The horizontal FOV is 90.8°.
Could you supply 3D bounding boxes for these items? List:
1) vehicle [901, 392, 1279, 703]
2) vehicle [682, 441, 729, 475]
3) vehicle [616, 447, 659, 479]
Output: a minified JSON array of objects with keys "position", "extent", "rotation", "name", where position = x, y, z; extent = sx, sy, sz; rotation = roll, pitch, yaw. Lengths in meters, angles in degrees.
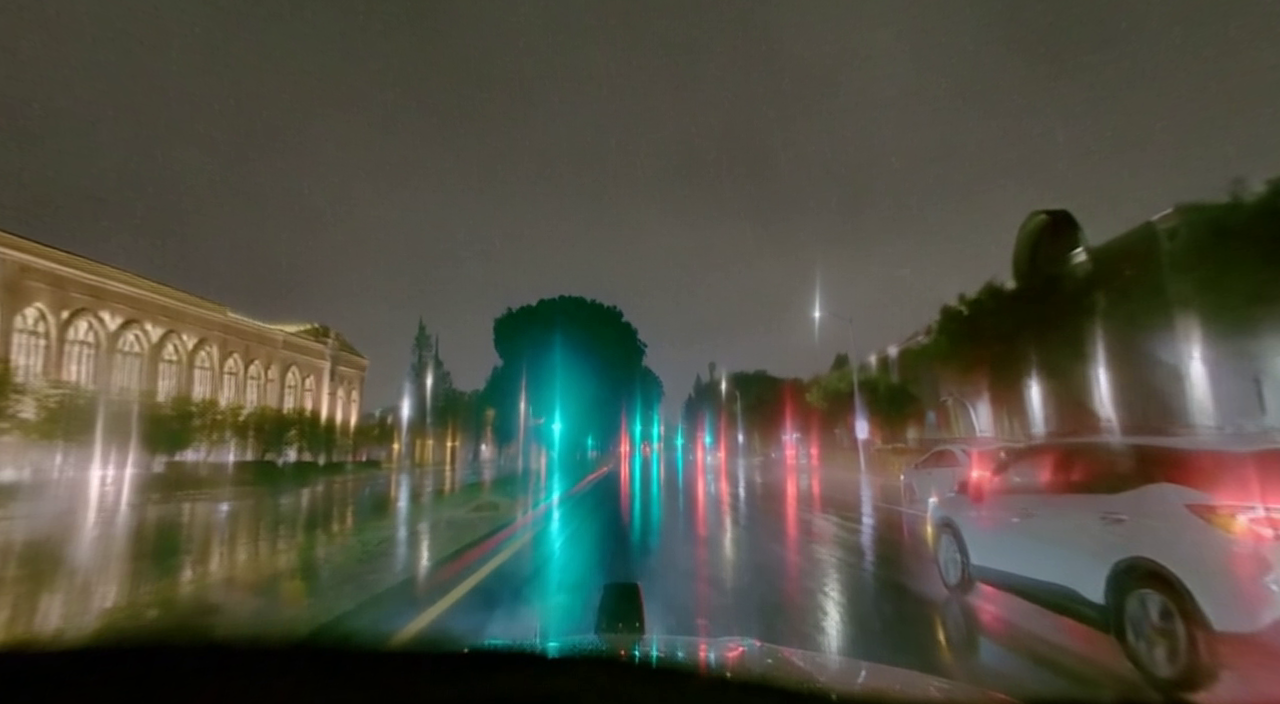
[{"position":[3.656,1.210,4.445],"extent":[1.937,1.538,3.832],"rotation":[-1,-9,-1],"name":"vehicle"},{"position":[3.522,5.836,34.955],"extent":[2.036,1.757,4.300],"rotation":[0,-9,-1],"name":"vehicle"},{"position":[-0.143,5.587,32.078],"extent":[2.054,1.446,3.969],"rotation":[-1,-9,-1],"name":"vehicle"}]
